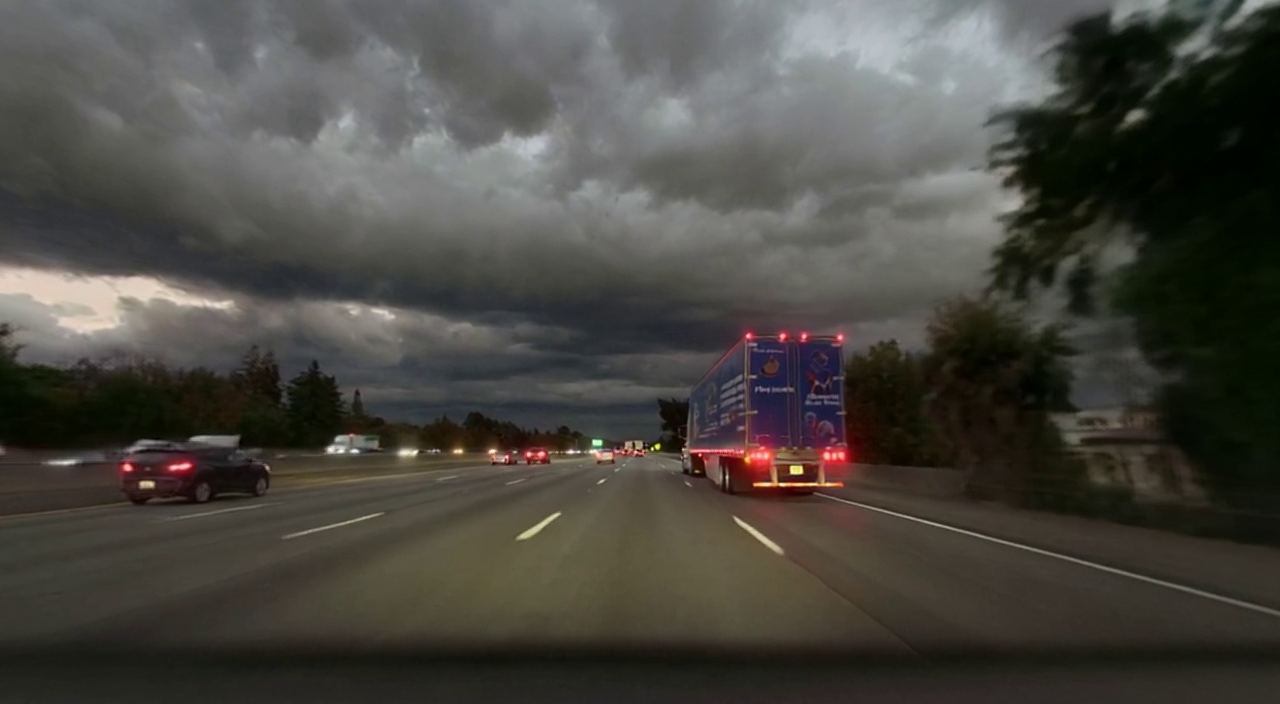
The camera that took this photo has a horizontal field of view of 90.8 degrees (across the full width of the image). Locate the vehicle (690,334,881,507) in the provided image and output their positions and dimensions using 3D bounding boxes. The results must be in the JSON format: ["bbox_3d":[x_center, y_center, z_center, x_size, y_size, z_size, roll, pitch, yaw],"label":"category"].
[{"bbox_3d":[4.021,2.743,22.681,3.140,4.100,15.551,0,-9,0],"label":"vehicle"}]

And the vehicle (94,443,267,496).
[{"bbox_3d":[-14.503,3.703,20.386,1.982,1.471,4.747,0,-9,0],"label":"vehicle"}]
